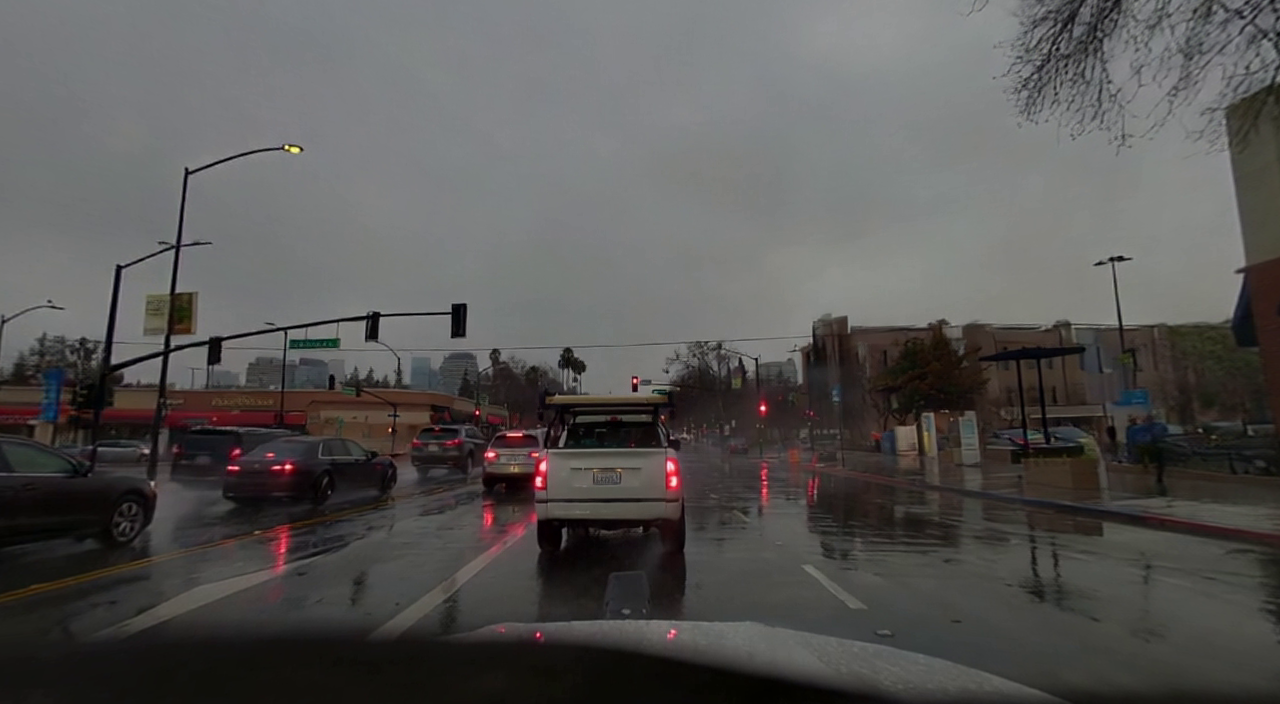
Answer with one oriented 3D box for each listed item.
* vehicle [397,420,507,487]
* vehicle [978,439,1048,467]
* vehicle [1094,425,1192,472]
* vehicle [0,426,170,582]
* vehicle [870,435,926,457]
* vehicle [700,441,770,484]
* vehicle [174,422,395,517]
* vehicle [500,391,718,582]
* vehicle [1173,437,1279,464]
[{"bbox_3d":[-6.470,3.555,22.346,2.496,2.112,4.351,0,-8,1],"label":"vehicle"},{"bbox_3d":[20.104,5.407,33.920,3.836,1.443,1.694,5,-10,-35],"label":"vehicle"},{"bbox_3d":[19.228,3.662,24.039,4.156,1.622,1.924,7,-11,-38],"label":"vehicle"},{"bbox_3d":[-6.965,1.422,5.855,1.831,1.451,4.382,0,-8,-1],"label":"vehicle"},{"bbox_3d":[20.107,7.322,49.047,4.361,1.653,2.034,6,-11,-37],"label":"vehicle"},{"bbox_3d":[3.424,4.051,23.511,2.023,1.441,4.240,0,-8,1],"label":"vehicle"},{"bbox_3d":[-7.134,2.397,13.375,1.941,1.655,4.503,0,-8,2],"label":"vehicle"},{"bbox_3d":[-0.312,1.597,8.231,2.064,1.817,4.298,0,-8,-1],"label":"vehicle"},{"bbox_3d":[29.728,4.944,31.662,4.176,1.313,1.719,0,-8,2],"label":"vehicle"}]
